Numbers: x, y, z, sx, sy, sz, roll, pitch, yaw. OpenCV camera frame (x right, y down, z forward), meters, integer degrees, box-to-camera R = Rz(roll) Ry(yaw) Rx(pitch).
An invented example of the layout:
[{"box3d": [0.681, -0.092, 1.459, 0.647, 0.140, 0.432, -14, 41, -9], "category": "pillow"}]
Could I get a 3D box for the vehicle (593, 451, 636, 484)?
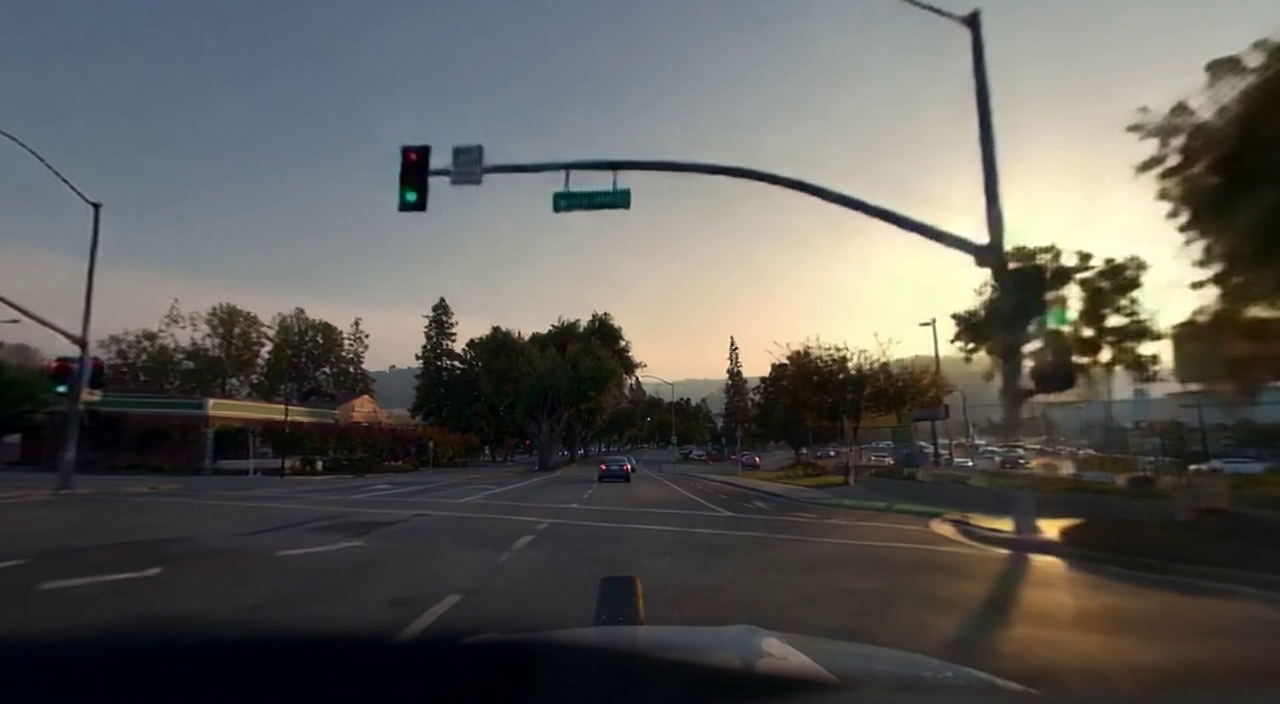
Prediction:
[{"box3d": [-1.245, 5.462, 30.201, 1.917, 1.418, 3.987, 0, -8, -3], "category": "vehicle"}]
